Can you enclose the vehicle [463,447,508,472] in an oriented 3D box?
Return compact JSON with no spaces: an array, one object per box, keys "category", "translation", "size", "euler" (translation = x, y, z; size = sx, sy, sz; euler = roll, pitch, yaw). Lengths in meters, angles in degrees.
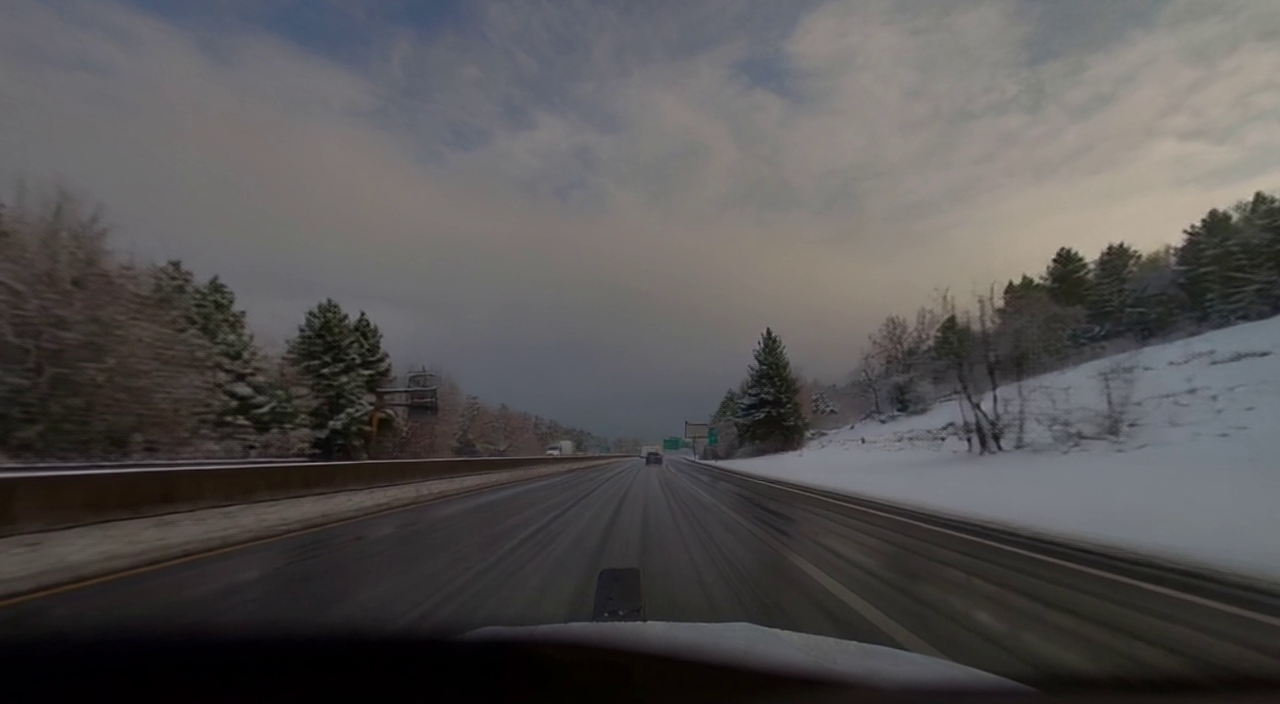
[{"category":"vehicle","translation":[-11.982,8.369,49.275],"size":[2.059,1.763,5.143],"euler":[-1,-9,2]}]
